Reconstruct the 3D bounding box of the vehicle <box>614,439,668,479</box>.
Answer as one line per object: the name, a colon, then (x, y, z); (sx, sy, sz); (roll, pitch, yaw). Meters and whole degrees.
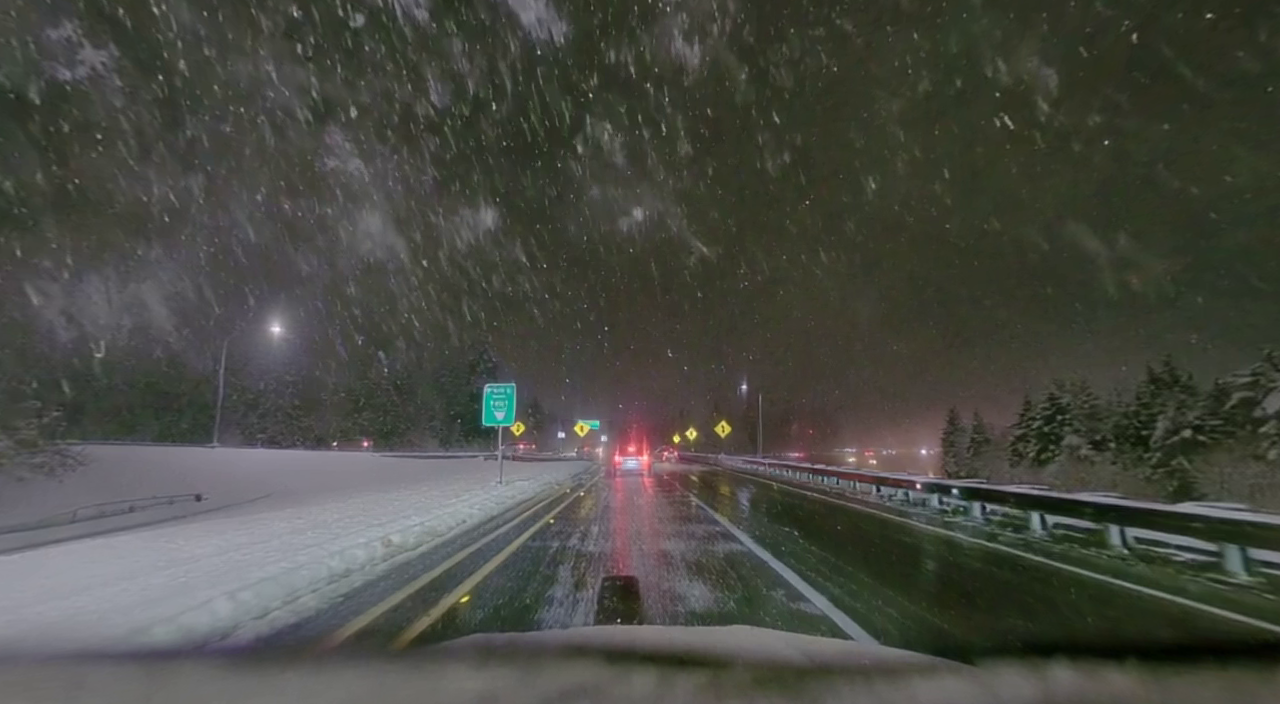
vehicle: (0.021, 4.281, 25.262); (2.006, 1.486, 3.950); (0, -9, 0)
